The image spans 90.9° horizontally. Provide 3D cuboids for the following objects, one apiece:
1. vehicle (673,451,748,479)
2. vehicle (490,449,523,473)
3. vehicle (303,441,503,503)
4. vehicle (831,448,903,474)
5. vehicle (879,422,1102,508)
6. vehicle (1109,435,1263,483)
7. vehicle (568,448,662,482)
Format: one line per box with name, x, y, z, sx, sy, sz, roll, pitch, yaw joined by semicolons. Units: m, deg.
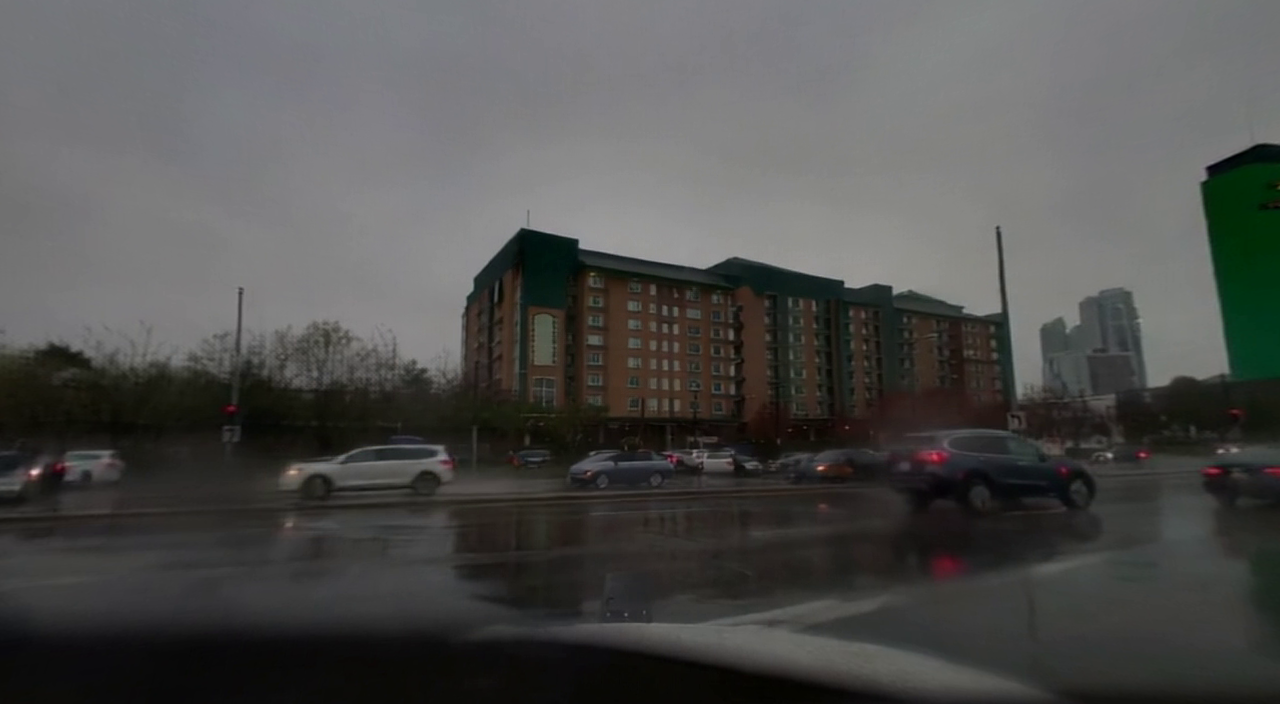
vehicle;4.404;6.990;39.291;4.215;1.575;1.884;3;-9;-23
vehicle;-9.310;7.531;43.779;1.845;1.509;3.855;2;-9;-18
vehicle;-6.472;3.273;17.617;4.921;1.453;1.894;2;-9;-20
vehicle;15.967;7.617;44.248;4.604;1.600;1.875;3;-9;-23
vehicle;7.964;2.497;14.408;4.284;1.692;2.031;2;-9;-20
vehicle;19.165;3.703;22.140;4.795;1.465;1.882;2;-9;-21
vehicle;-1.469;6.537;36.788;5.127;1.803;2.011;2;-9;-21
